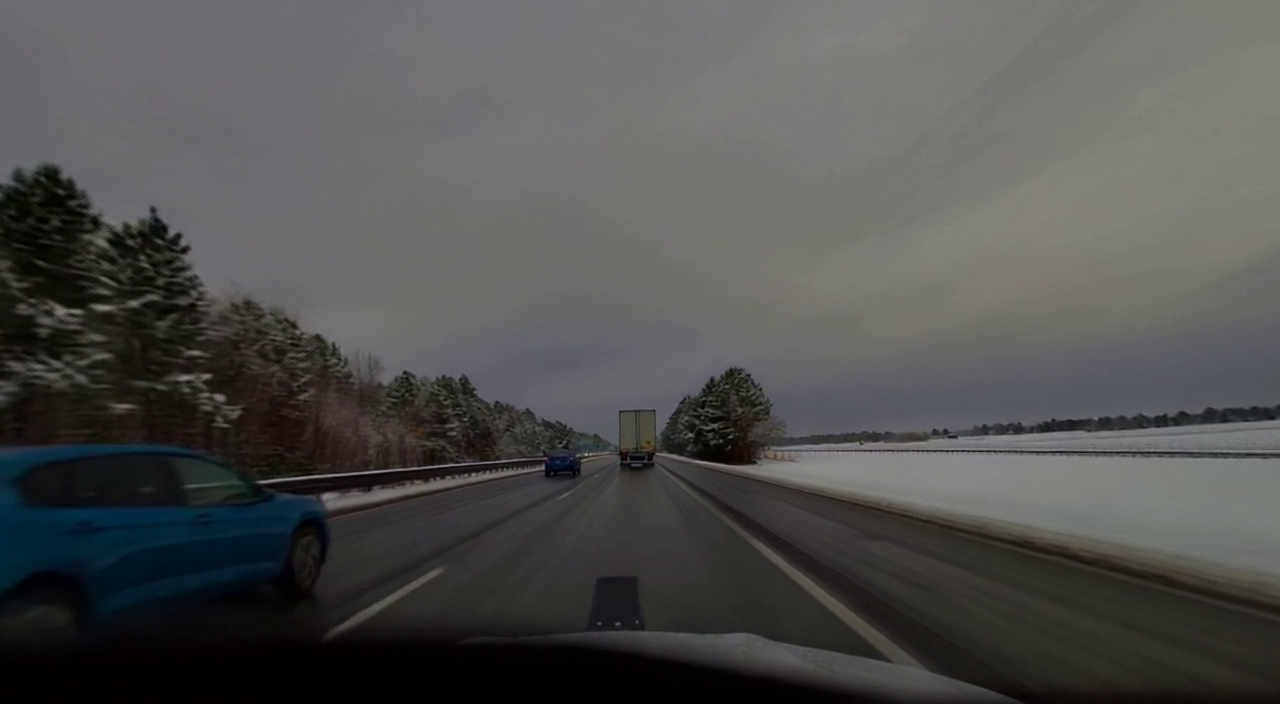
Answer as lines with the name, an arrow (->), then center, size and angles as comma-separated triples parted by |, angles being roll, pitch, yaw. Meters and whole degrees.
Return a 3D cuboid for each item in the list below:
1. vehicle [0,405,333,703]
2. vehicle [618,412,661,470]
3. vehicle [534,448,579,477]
vehicle -> -4.007, 1.101, 3.538 | 2.031, 1.496, 4.971 | 0, -9, 0
vehicle -> -0.071, 7.120, 49.874 | 2.995, 4.028, 10.508 | 0, -9, 0
vehicle -> -4.469, 5.992, 34.416 | 1.937, 1.493, 3.779 | 0, -9, 0
